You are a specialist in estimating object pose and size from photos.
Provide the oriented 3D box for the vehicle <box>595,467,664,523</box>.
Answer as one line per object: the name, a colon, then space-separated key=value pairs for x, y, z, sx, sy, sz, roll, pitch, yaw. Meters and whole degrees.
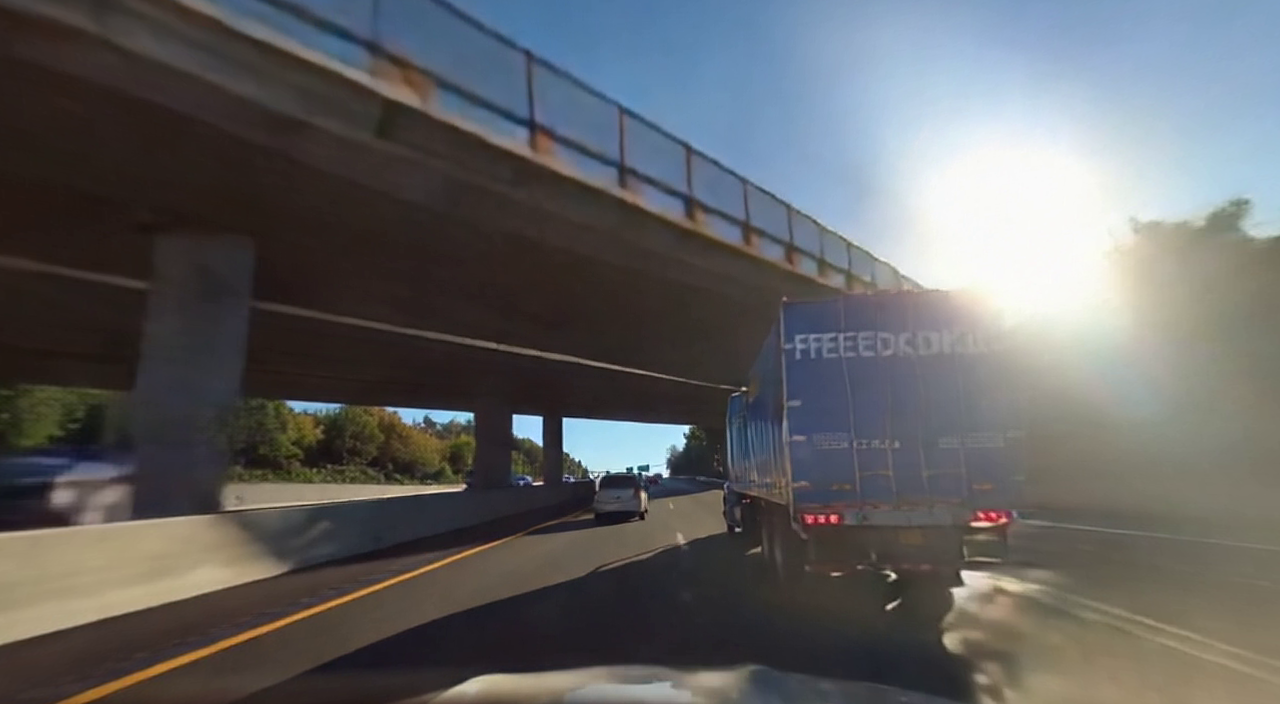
vehicle: x=-0.230 y=4.897 z=22.044 sx=2.124 sy=1.653 sz=4.857 roll=0 pitch=-10 yaw=2

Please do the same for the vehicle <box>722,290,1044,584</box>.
vehicle: x=3.722 y=1.897 z=12.969 sx=2.980 sy=3.834 sz=9.423 roll=0 pitch=-10 yaw=1
